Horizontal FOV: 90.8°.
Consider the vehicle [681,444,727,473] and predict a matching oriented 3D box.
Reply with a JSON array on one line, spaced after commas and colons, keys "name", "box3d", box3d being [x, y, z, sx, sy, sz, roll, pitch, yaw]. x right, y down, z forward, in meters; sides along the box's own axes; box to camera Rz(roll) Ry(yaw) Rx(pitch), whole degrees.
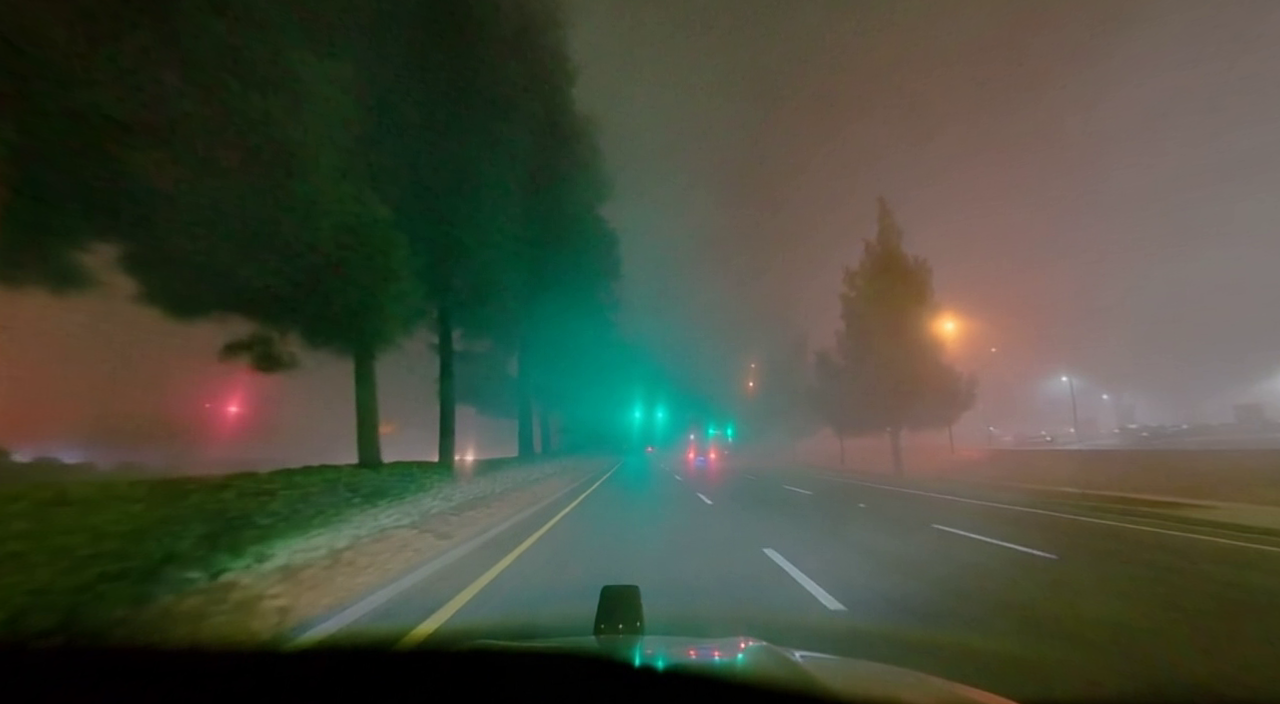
[{"name": "vehicle", "box3d": [3.446, 5.837, 34.815, 2.056, 1.483, 4.091, 0, -8, -1]}]

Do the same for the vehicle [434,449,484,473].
[{"name": "vehicle", "box3d": [-11.964, 7.232, 42.059, 2.006, 1.475, 4.589, 0, -8, -1]}]
